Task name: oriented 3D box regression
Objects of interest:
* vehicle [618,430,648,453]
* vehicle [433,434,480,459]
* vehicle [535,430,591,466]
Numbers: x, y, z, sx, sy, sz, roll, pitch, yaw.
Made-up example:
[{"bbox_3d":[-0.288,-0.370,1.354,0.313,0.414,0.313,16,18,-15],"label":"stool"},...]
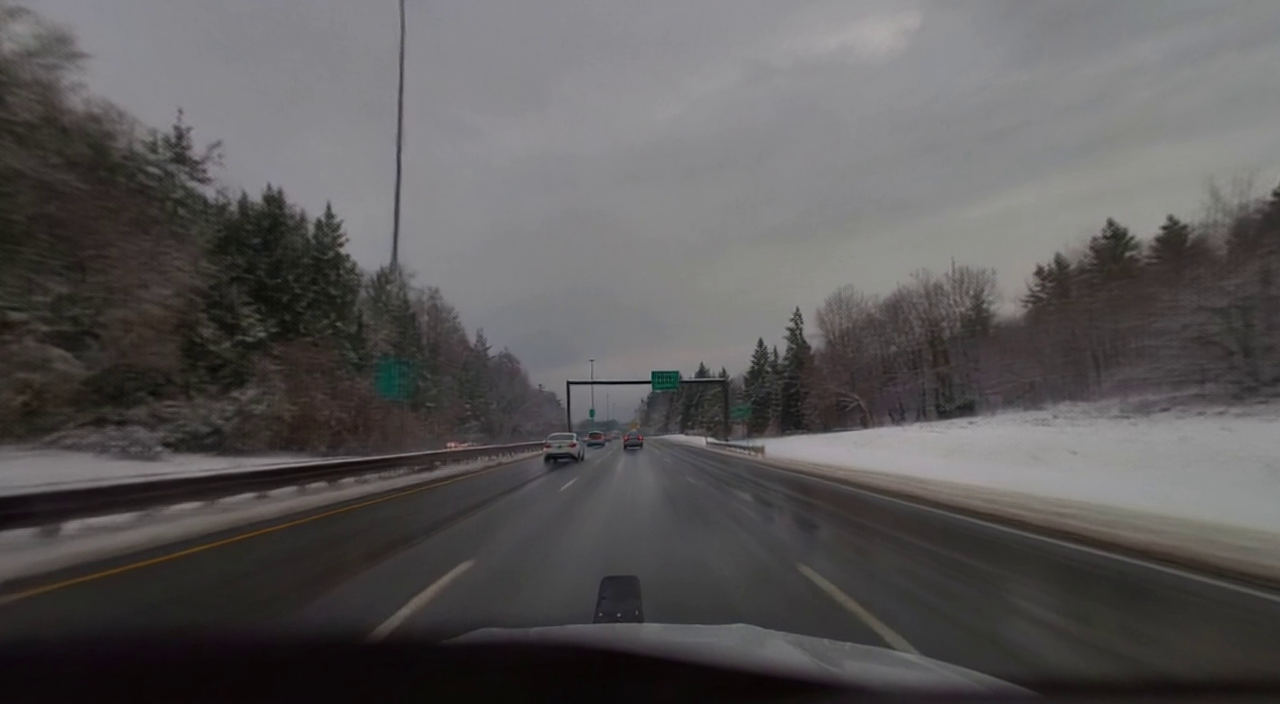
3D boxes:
[{"bbox_3d":[-0.523,6.378,44.900,2.054,1.609,3.859,0,-8,-1],"label":"vehicle"},{"bbox_3d":[-12.153,6.277,41.995,1.872,1.550,4.089,0,-8,0],"label":"vehicle"},{"bbox_3d":[-3.383,4.301,28.495,1.989,1.497,4.645,0,-8,0],"label":"vehicle"}]
